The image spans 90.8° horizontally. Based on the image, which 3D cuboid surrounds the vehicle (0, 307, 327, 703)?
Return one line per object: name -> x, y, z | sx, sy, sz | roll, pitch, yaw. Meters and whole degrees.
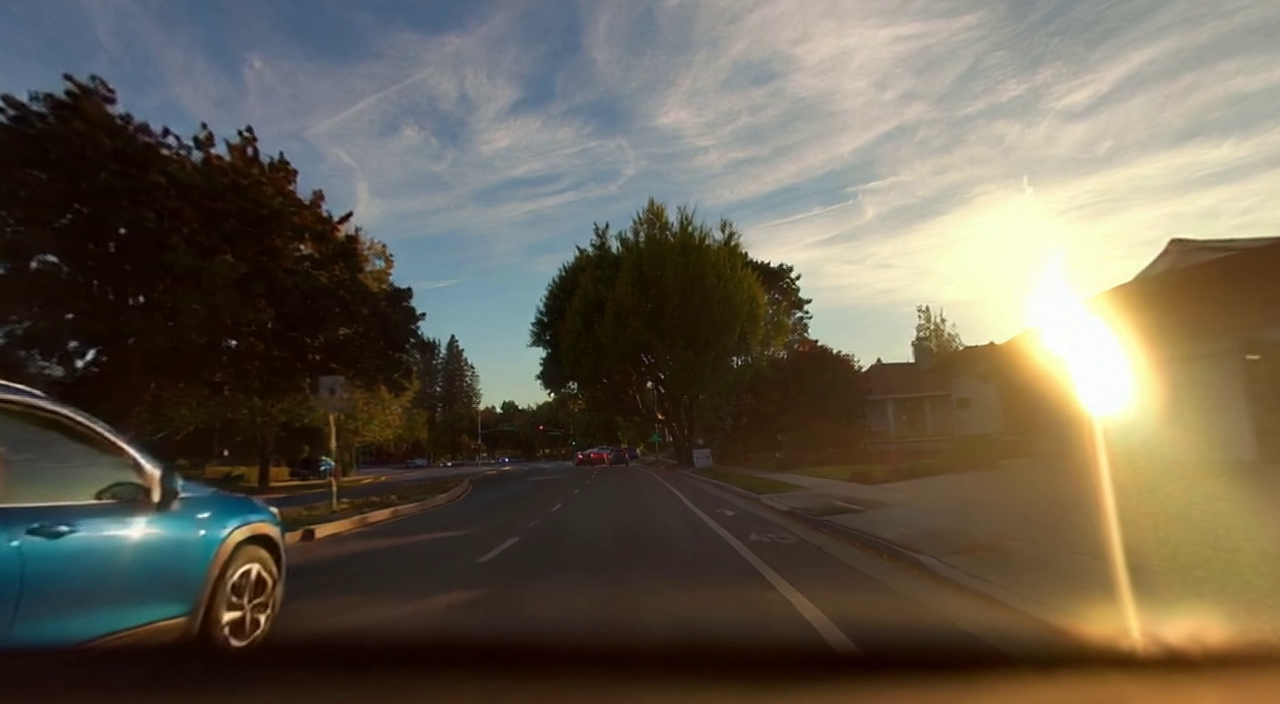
vehicle -> -3.754, 0.759, 2.247 | 2.276, 1.960, 5.561 | 0, -8, 2
